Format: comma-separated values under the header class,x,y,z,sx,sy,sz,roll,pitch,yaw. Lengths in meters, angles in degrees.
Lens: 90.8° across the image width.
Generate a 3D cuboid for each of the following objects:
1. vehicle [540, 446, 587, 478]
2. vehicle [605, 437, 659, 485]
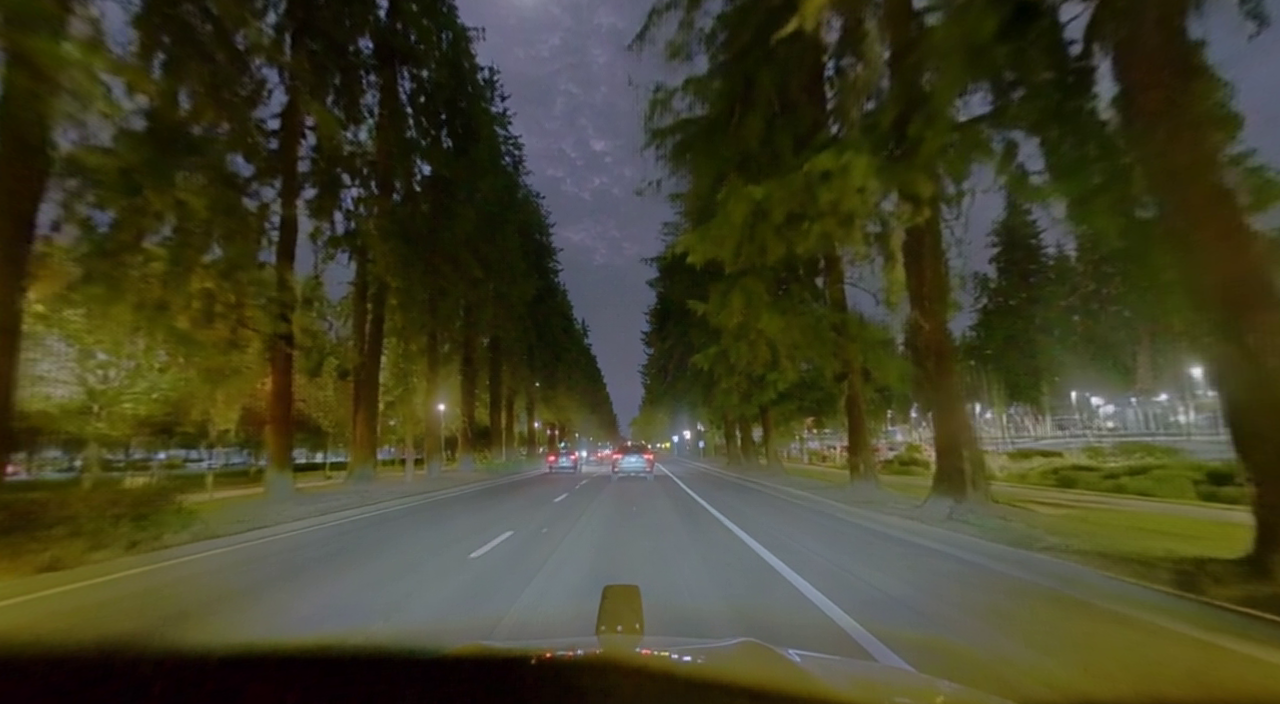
class,x,y,z,sx,sy,sz,roll,pitch,yaw
vehicle,-3.983,5.821,33.717,1.936,1.538,4.016,0,-8,1
vehicle,-0.305,4.382,25.668,2.018,1.769,3.897,0,-8,0
